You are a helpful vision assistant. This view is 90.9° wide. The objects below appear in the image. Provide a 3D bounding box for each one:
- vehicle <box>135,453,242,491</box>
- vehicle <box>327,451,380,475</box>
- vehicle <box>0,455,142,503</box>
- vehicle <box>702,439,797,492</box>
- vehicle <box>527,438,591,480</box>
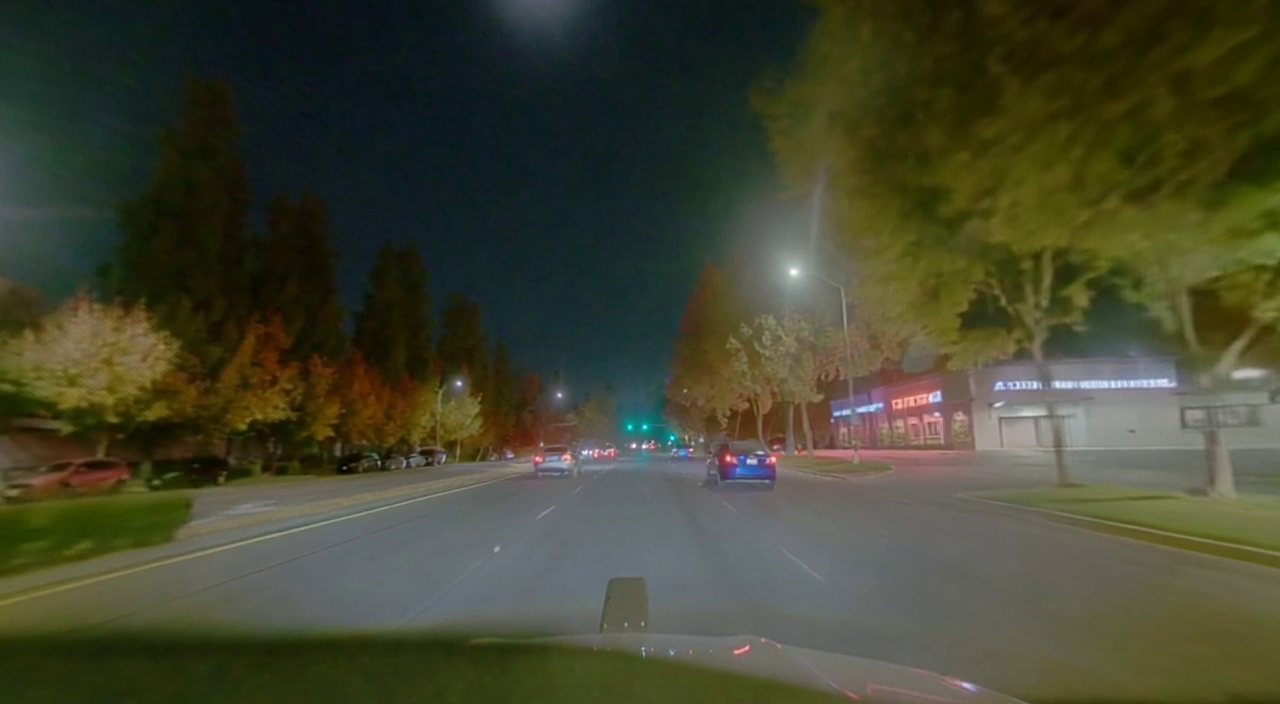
[{"bbox_3d":[-22.524,5.979,31.730,1.922,1.682,4.638,0,-8,0],"label":"vehicle"},{"bbox_3d":[-22.420,8.695,49.537,1.918,1.698,4.581,0,-8,1],"label":"vehicle"},{"bbox_3d":[-22.709,5.011,25.308,1.853,1.693,4.233,0,-8,1],"label":"vehicle"},{"bbox_3d":[3.267,3.482,19.753,2.083,1.474,4.360,0,-8,-1],"label":"vehicle"},{"bbox_3d":[-3.348,4.508,26.766,2.113,1.626,4.129,0,-8,1],"label":"vehicle"}]
